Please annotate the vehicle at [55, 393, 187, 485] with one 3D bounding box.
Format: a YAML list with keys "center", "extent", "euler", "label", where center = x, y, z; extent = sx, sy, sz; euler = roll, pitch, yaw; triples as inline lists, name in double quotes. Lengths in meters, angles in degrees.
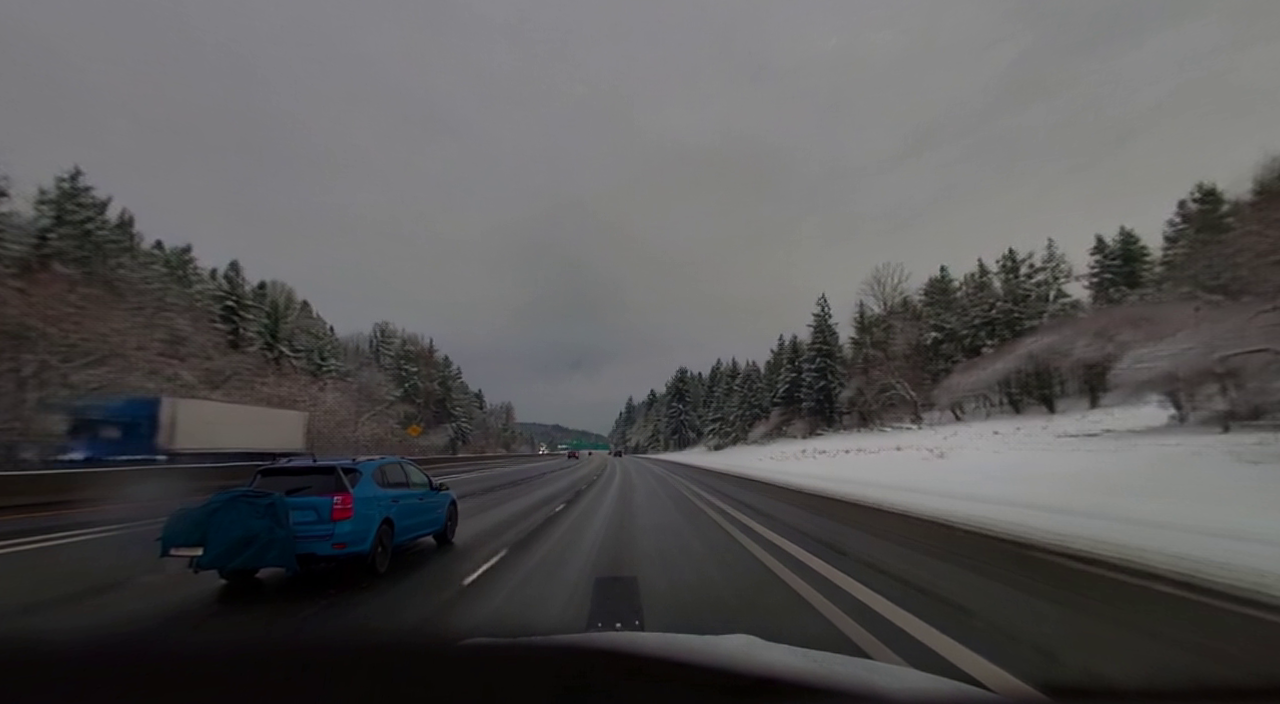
- center: [-26.075, 4.401, 31.947]
  extent: [3.420, 4.386, 3.412]
  euler: [0, -9, -1]
  label: "vehicle"

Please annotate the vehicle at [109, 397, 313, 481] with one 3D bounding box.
- center: [-26.270, 5.694, 40.406]
  extent: [3.306, 4.413, 14.361]
  euler: [0, -9, -2]
  label: "vehicle"
